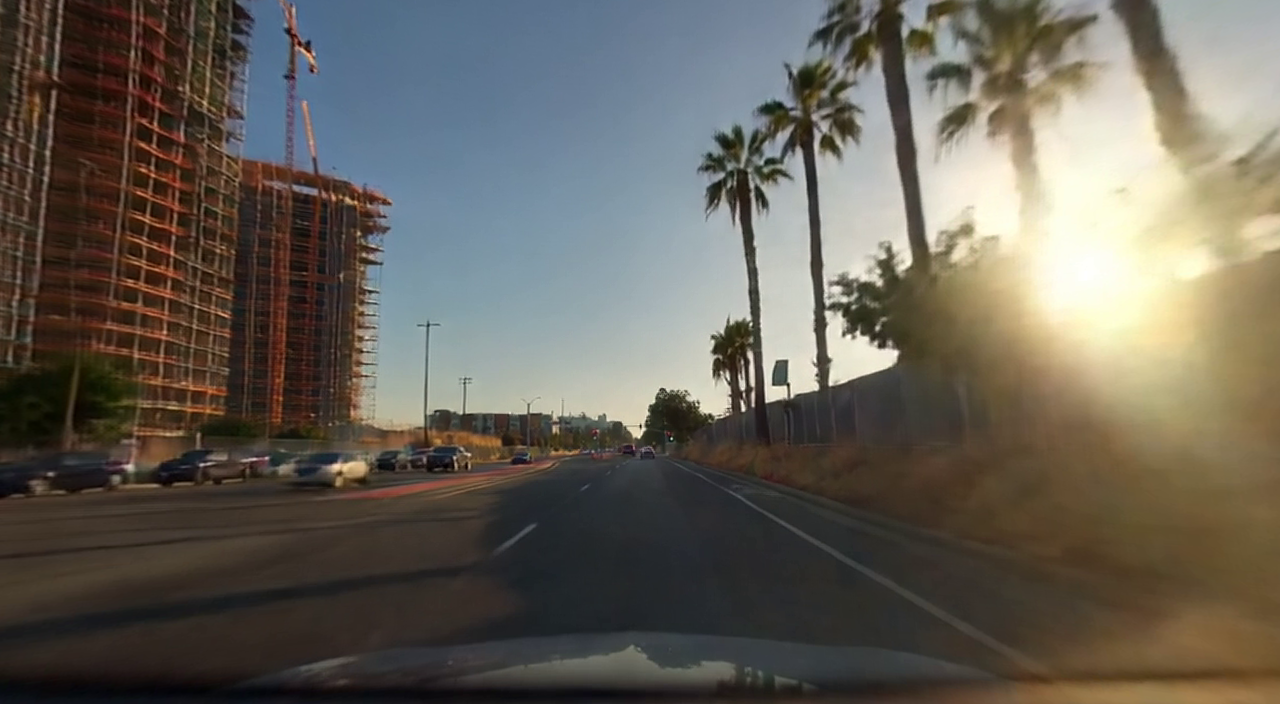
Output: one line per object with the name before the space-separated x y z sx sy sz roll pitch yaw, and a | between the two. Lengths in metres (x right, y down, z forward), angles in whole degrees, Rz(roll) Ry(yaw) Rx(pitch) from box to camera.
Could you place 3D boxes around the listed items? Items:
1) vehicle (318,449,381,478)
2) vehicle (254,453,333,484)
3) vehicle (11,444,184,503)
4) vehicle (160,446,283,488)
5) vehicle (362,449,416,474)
vehicle | -19.234 7.355 41.985 1.985 1.625 4.749 -2 -7 -1
vehicle | -19.274 6.472 35.335 1.836 1.418 4.956 -2 -7 -2
vehicle | -19.540 4.340 23.070 2.105 1.805 4.641 -3 -8 2
vehicle | -19.459 5.327 29.645 2.378 1.783 4.912 0 -9 0
vehicle | -19.255 8.398 48.657 1.956 1.659 5.546 -2 -8 0
